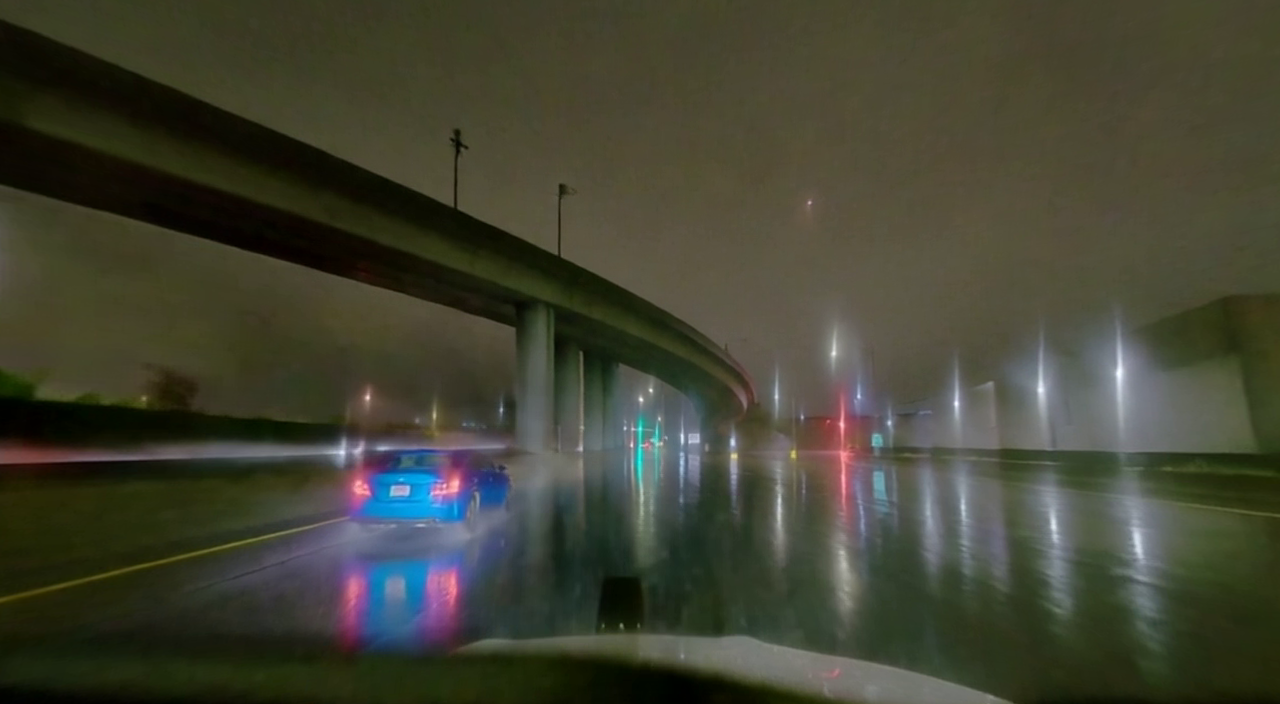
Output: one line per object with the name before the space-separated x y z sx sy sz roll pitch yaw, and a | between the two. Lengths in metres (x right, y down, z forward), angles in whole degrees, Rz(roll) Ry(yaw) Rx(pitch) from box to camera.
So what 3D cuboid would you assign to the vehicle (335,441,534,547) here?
vehicle | -3.268 2.329 11.062 2.044 1.478 4.114 0 -9 1
